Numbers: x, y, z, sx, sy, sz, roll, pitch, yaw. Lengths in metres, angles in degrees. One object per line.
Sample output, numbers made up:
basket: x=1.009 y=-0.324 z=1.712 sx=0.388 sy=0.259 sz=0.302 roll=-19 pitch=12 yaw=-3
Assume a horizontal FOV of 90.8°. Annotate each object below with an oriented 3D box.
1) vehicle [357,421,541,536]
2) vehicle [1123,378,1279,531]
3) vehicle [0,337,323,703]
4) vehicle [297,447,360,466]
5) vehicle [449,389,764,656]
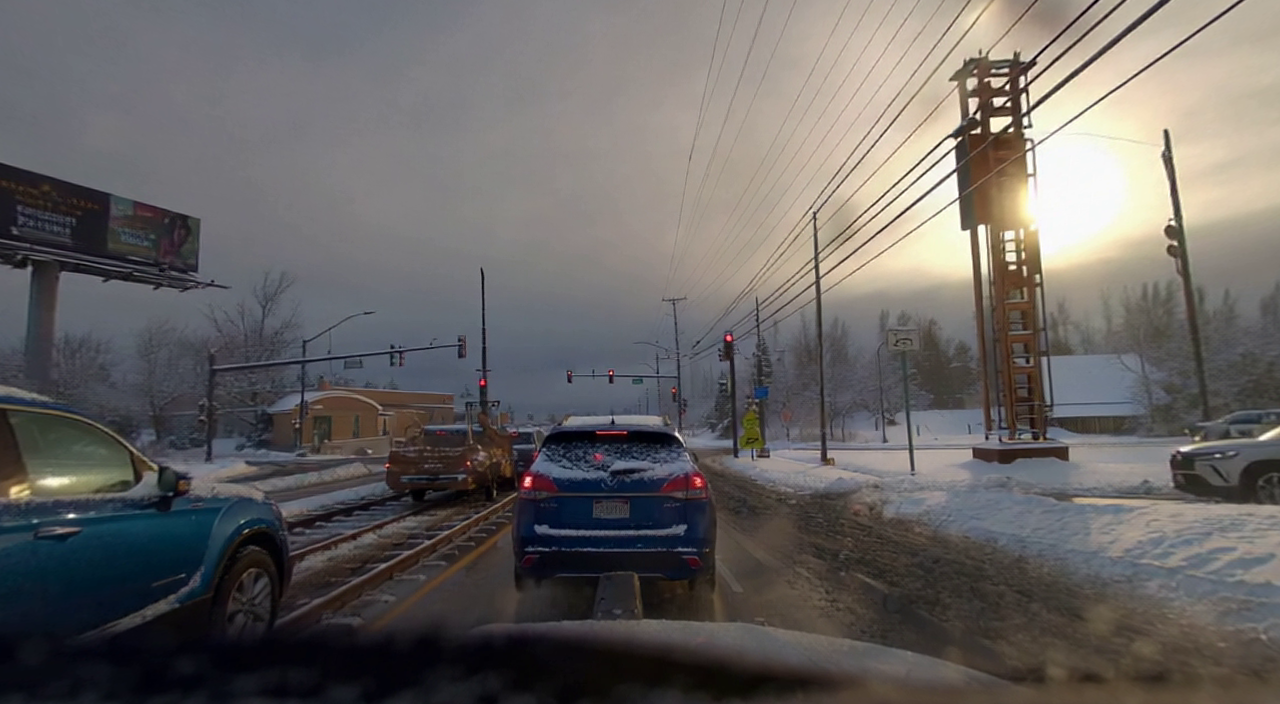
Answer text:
vehicle: x=-3.154 y=2.185 z=11.511 sx=1.988 sy=1.678 sz=4.317 roll=0 pitch=-9 yaw=0
vehicle: x=9.608 y=1.316 z=8.205 sx=5.060 sy=1.702 sz=2.033 roll=1 pitch=-9 yaw=-4
vehicle: x=-3.925 y=0.890 z=3.130 sx=2.052 sy=1.814 sz=5.184 roll=0 pitch=-9 yaw=-1
vehicle: x=-24.199 y=8.090 z=49.079 sx=4.357 sy=1.444 sz=1.842 roll=-3 pitch=-9 yaw=19
vehicle: x=-0.216 y=1.377 z=5.996 sx=2.025 sy=1.723 sz=3.644 roll=0 pitch=-9 yaw=0
